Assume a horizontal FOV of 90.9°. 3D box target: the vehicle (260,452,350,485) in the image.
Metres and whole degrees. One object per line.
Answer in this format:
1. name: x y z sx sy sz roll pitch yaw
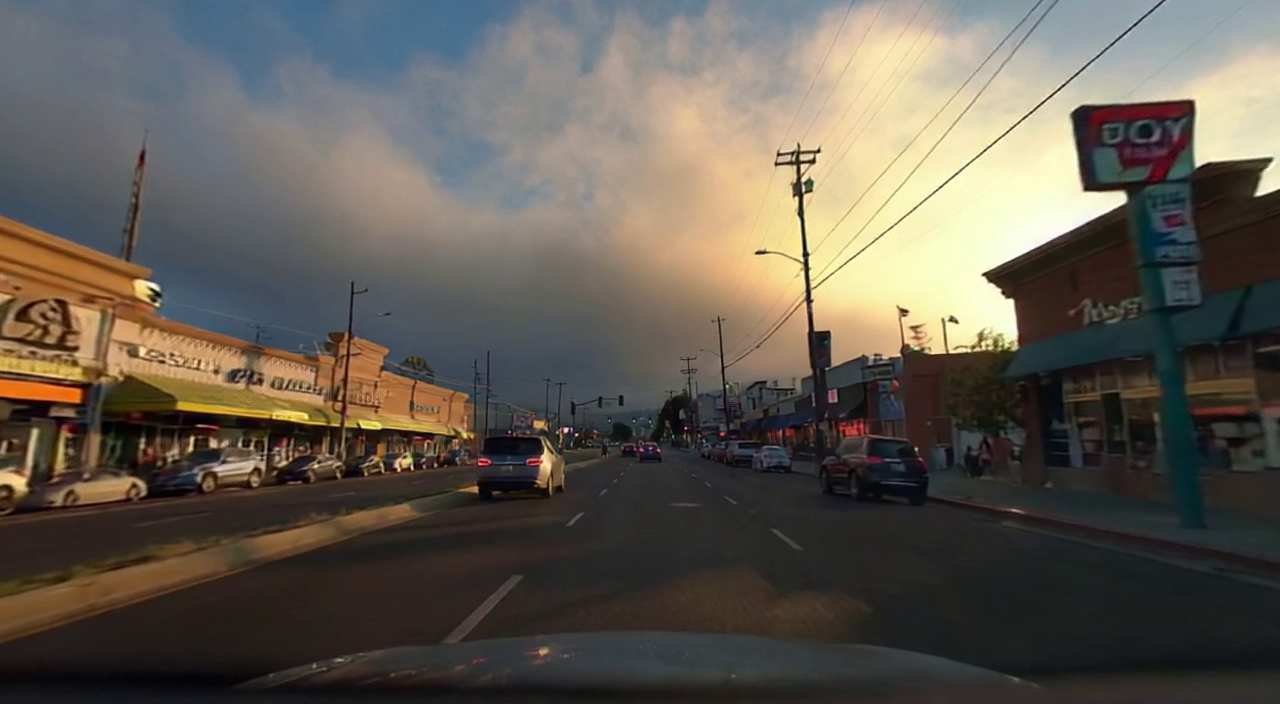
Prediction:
1. vehicle: -16.919 5.870 32.157 1.984 1.494 4.815 0 -9 0

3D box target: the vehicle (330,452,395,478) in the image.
1. vehicle: -16.876 6.853 38.584 1.788 1.475 4.737 0 -9 0

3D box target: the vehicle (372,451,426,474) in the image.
1. vehicle: -16.736 7.688 44.072 1.800 1.470 4.548 -1 -9 3

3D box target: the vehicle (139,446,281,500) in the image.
1. vehicle: -16.971 4.748 25.253 2.293 1.736 4.871 -2 -7 0

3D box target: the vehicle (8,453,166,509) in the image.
1. vehicle: -17.219 4.002 19.877 1.816 1.564 3.442 0 -9 0

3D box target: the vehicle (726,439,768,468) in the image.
1. vehicle: 7.232 6.930 43.069 2.005 1.858 5.253 0 -9 0

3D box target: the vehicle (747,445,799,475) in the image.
1. vehicle: 7.154 5.822 34.235 1.871 1.478 4.272 0 -9 0

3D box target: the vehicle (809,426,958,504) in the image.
1. vehicle: 6.533 3.101 17.703 2.098 1.845 5.117 0 -9 0

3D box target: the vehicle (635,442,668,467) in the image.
1. vehicle: 0.689 6.675 41.129 2.037 1.484 4.073 0 -9 0

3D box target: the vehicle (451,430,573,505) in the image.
1. vehicle: -3.104 2.921 16.316 2.049 1.646 4.445 -1 -9 2
